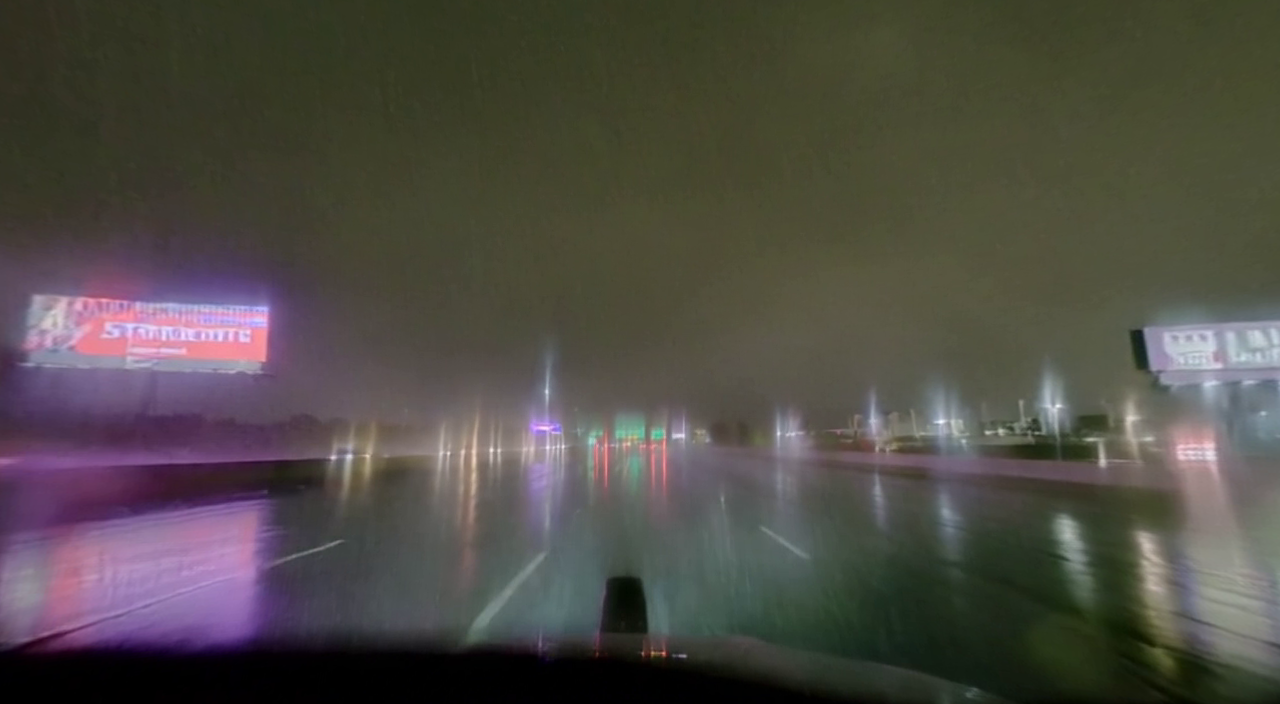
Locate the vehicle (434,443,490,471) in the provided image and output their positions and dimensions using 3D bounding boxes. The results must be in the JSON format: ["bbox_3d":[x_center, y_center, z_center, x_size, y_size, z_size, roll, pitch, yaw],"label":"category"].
[{"bbox_3d":[-10.351,6.115,36.918,1.974,1.513,4.584,0,-8,0],"label":"vehicle"}]

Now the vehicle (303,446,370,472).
[{"bbox_3d":[-19.178,6.731,39.888,1.971,1.522,4.463,0,-8,0],"label":"vehicle"}]
